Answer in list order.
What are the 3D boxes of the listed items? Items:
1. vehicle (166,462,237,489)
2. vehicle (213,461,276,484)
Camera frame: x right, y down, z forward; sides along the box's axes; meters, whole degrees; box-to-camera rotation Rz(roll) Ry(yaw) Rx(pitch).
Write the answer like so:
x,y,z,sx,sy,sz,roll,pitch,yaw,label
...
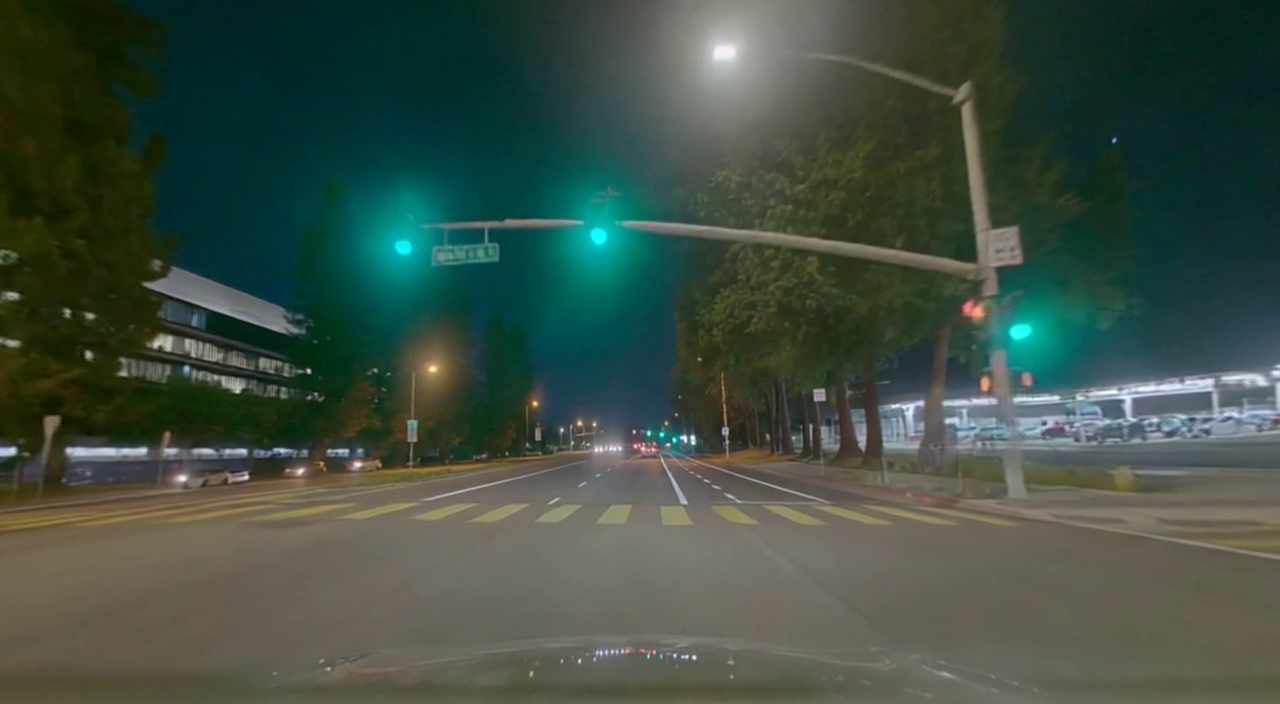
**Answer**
x,y,z,sx,sy,sz,roll,pitch,yaw,label
-29.538,8.311,42.631,1.807,1.534,4.156,0,-8,0,vehicle
-29.564,9.006,47.225,1.815,1.531,4.544,0,-8,-1,vehicle
